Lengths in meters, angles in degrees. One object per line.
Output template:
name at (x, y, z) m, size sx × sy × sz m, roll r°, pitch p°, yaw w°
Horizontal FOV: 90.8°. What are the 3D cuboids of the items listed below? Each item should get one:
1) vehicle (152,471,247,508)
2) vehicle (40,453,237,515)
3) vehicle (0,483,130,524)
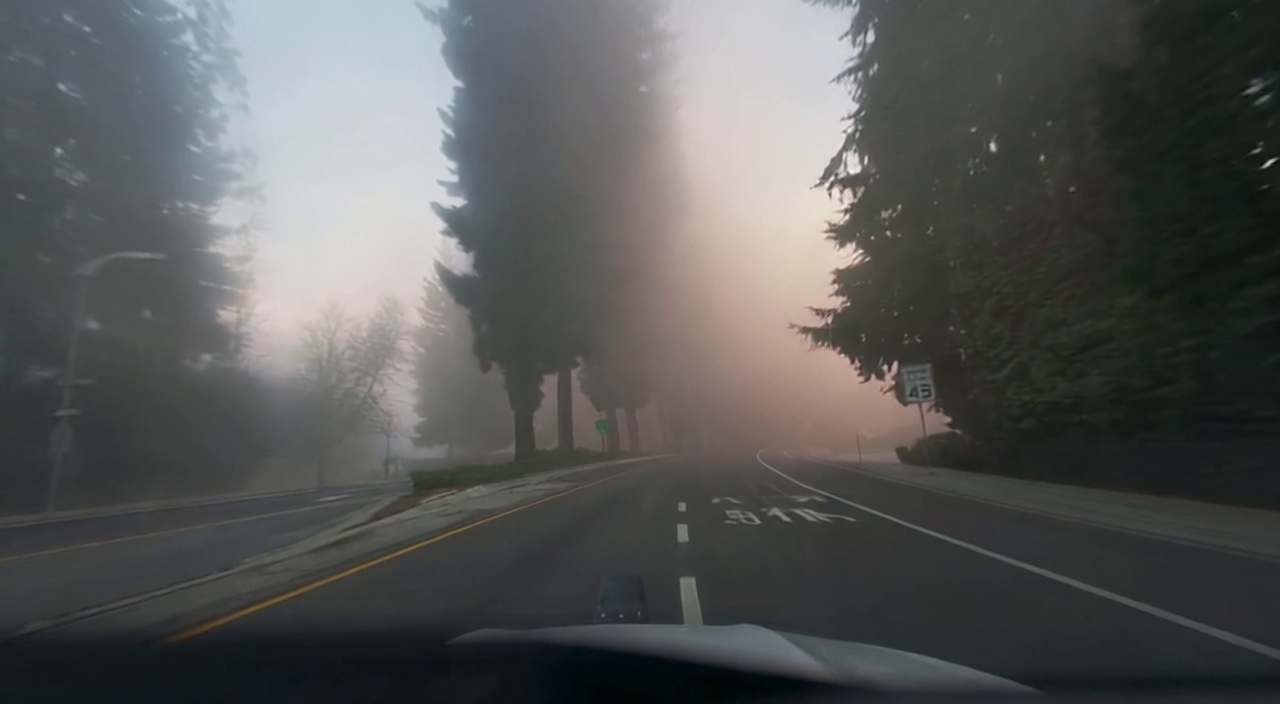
vehicle at (-24.984, 7.774, 36.024) m, size 1.911 × 1.583 × 4.279 m, roll -8°, pitch -10°, yaw 11°
vehicle at (-33.346, 8.708, 42.971) m, size 2.888 × 3.468 × 10.757 m, roll -1°, pitch -9°, yaw 13°
vehicle at (-26.457, 6.894, 29.103) m, size 1.827 × 1.450 × 4.302 m, roll -2°, pitch -8°, yaw 11°
